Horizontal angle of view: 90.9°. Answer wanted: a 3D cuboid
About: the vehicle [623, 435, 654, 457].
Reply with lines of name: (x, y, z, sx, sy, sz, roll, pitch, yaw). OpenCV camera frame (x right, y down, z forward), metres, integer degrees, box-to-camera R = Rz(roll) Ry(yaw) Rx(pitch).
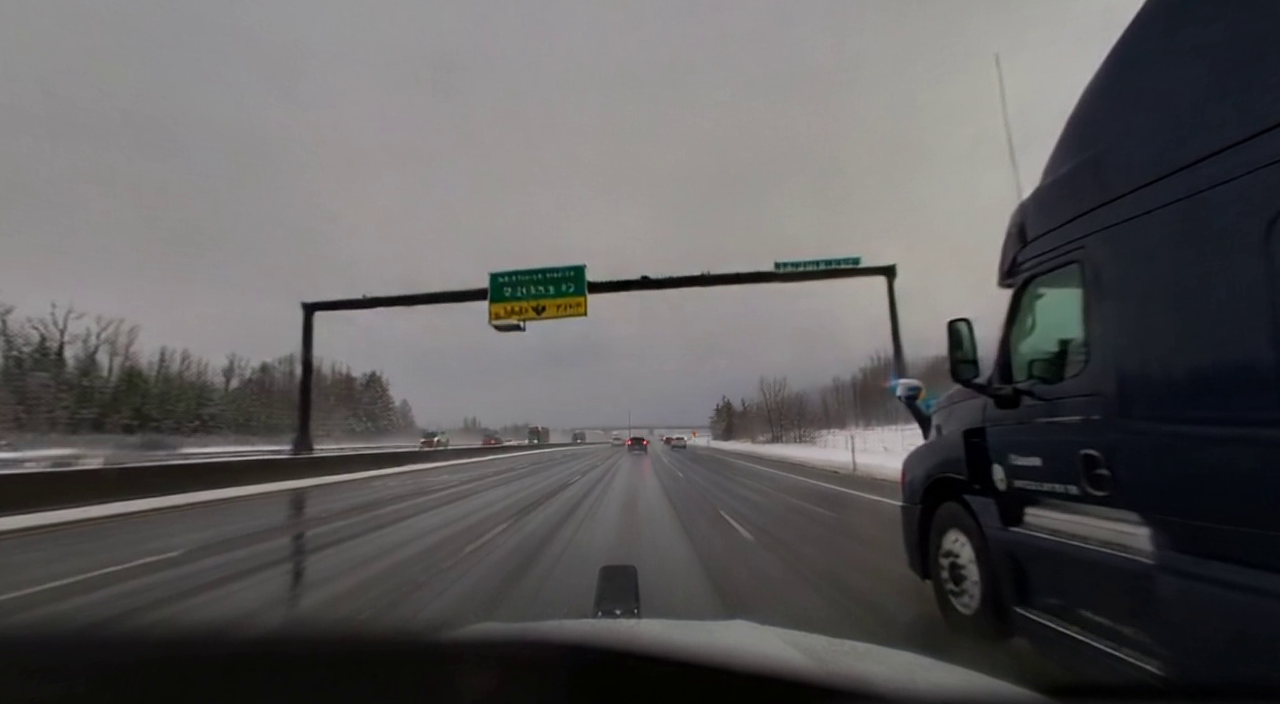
vehicle: (-0.094, 6.853, 46.057, 2.140, 1.475, 3.969, 0, -8, 0)

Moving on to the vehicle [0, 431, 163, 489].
vehicle: (-18.163, 3.364, 20.177, 1.934, 1.600, 4.908, 0, -8, 0)

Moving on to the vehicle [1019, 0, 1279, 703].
vehicle: (3.782, -0.395, 0.282, 3.222, 3.915, 6.030, 0, -8, -1)
